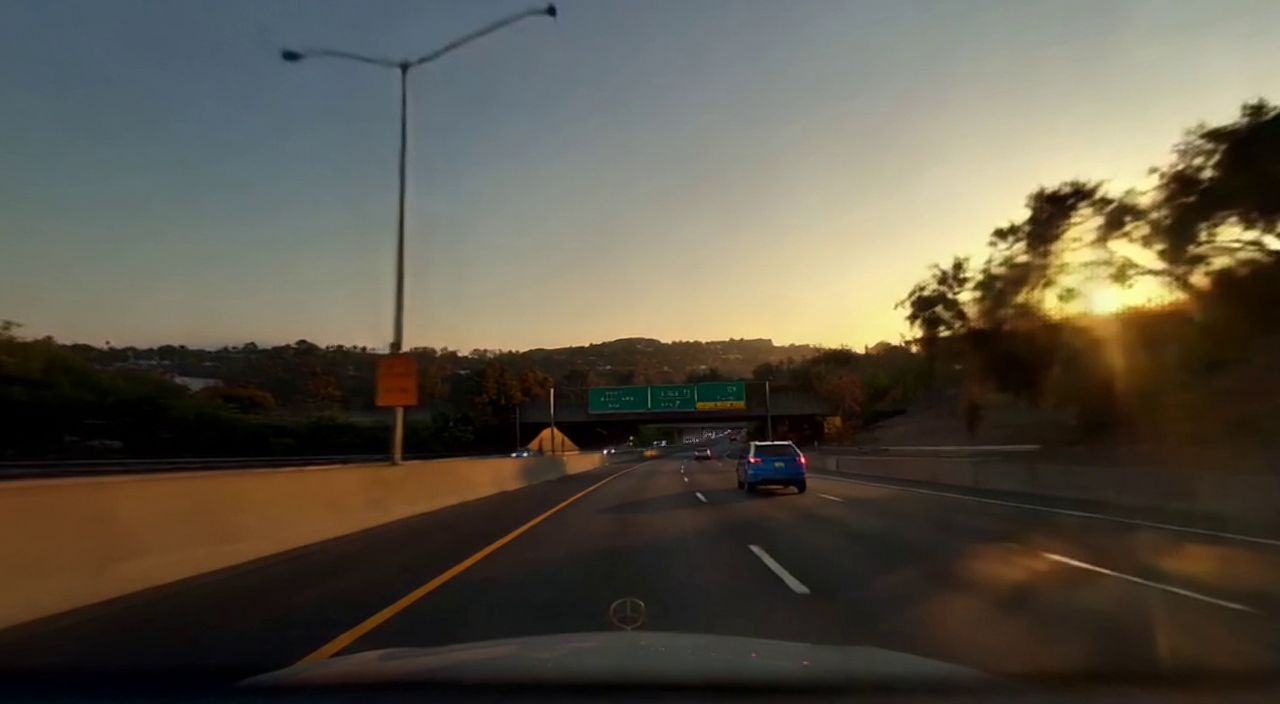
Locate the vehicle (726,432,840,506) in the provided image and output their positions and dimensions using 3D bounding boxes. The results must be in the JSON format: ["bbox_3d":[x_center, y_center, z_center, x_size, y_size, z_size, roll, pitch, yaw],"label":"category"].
[{"bbox_3d":[3.707,3.125,17.253,2.143,1.730,4.303,0,-9,1],"label":"vehicle"}]
